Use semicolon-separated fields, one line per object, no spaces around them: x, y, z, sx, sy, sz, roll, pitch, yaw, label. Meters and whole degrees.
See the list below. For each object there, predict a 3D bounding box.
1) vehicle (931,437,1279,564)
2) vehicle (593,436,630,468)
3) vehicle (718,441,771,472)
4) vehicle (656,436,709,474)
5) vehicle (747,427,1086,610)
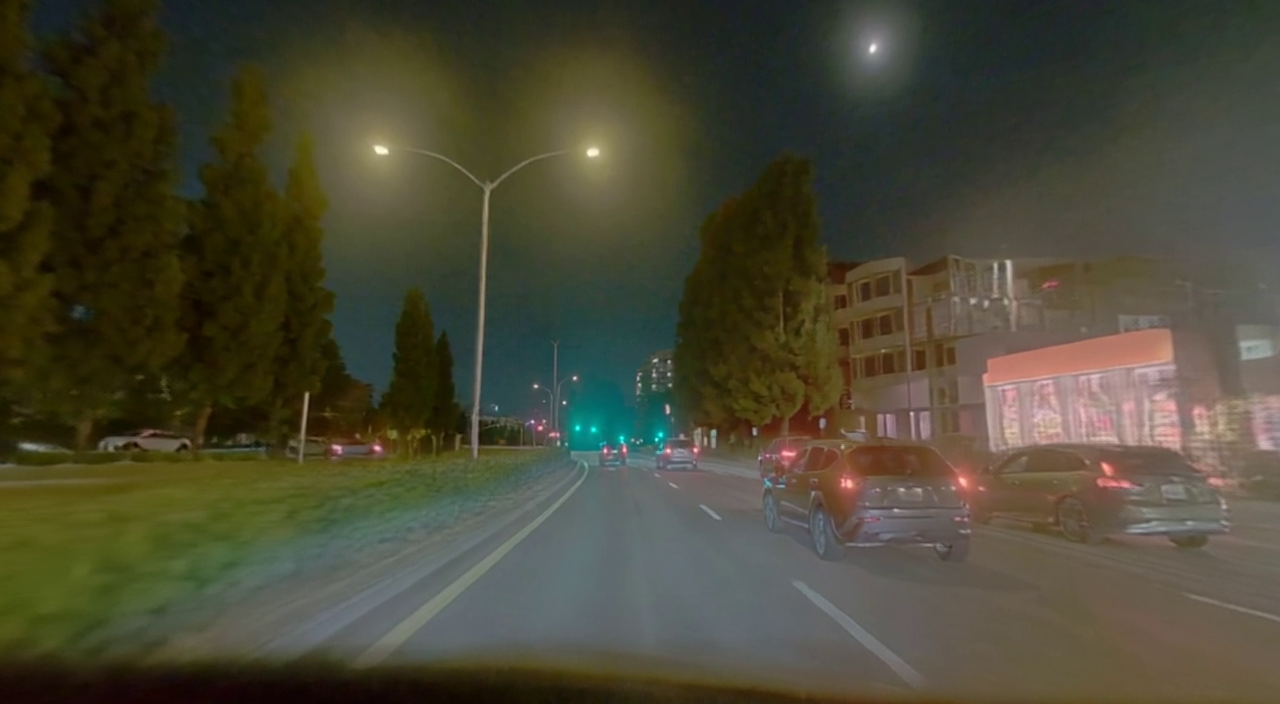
6.456;2.055;9.559;1.917;1.457;4.274;0;-8;-2;vehicle
-1.737;5.950;37.633;2.051;1.798;4.168;1;-8;-5;vehicle
5.838;5.908;35.759;1.954;1.606;4.423;1;-8;-5;vehicle
1.987;5.020;30.925;2.000;1.745;4.206;1;-8;-5;vehicle
2.611;1.664;7.278;1.883;1.452;4.258;0;-8;-2;vehicle
